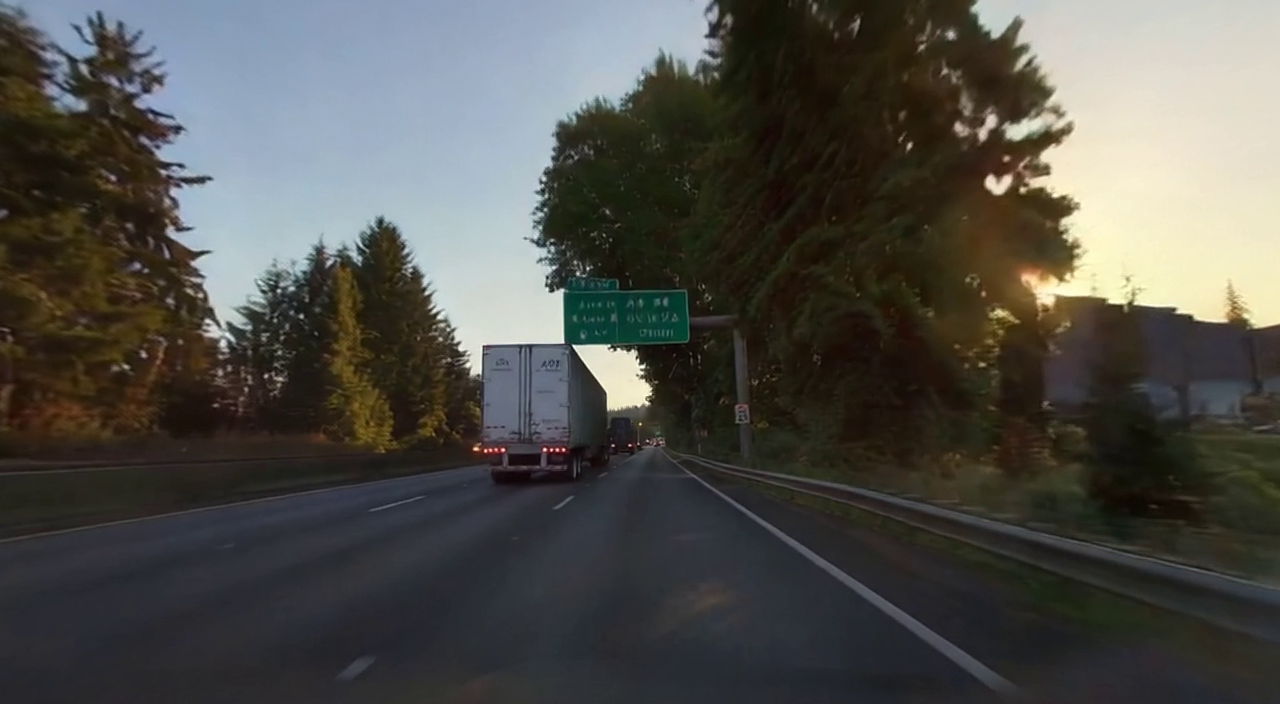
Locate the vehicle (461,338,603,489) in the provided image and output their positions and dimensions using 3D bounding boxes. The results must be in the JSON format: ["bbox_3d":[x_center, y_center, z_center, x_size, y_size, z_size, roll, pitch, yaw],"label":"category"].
[{"bbox_3d":[-3.321,2.679,24.105,2.947,4.051,14.256,-1,-8,0],"label":"vehicle"}]
